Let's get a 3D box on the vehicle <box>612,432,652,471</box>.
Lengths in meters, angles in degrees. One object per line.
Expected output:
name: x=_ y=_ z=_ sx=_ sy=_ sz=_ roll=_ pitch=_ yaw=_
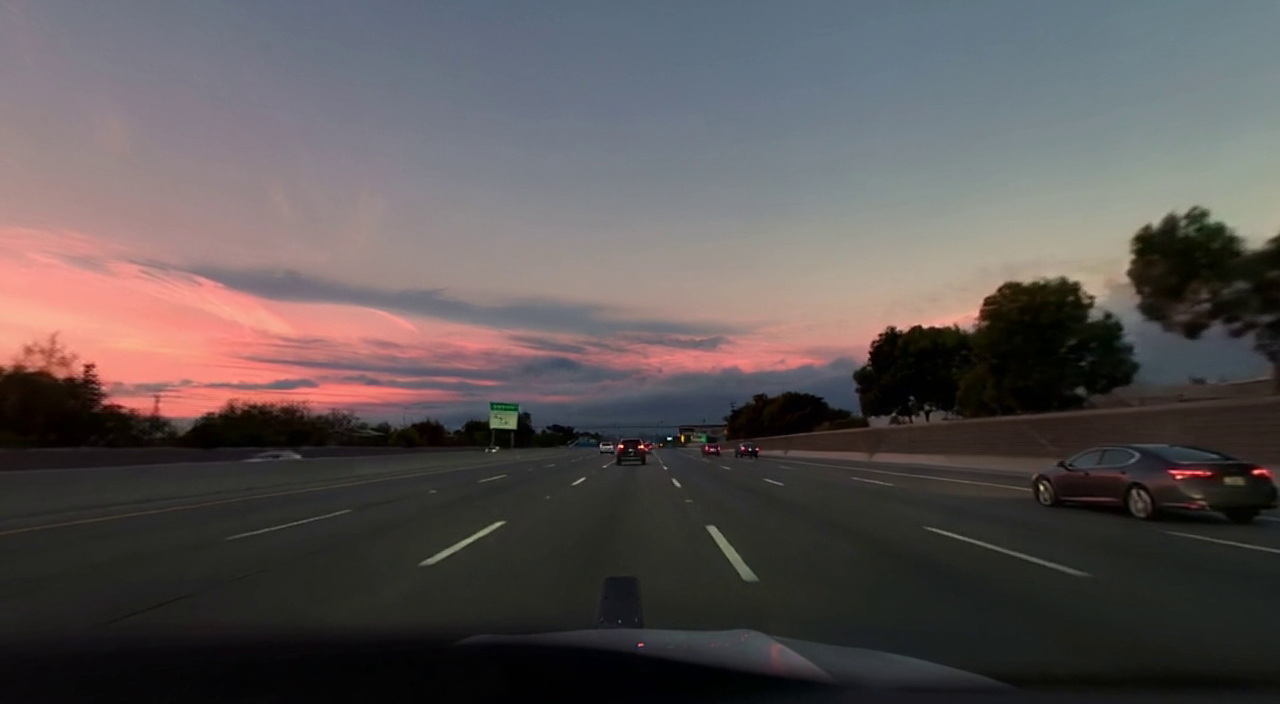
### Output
vehicle: x=-0.357 y=5.084 z=32.297 sx=1.893 sy=1.827 sz=4.513 roll=0 pitch=-8 yaw=1

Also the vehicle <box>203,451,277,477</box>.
vehicle: x=-24.324 y=6.809 z=38.589 sx=1.806 sy=1.450 sz=4.041 roll=0 pitch=-8 yaw=1

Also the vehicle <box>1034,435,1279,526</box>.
vehicle: x=10.091 y=2.384 z=12.338 sx=1.900 sy=1.432 sz=4.519 roll=0 pitch=-8 yaw=1
